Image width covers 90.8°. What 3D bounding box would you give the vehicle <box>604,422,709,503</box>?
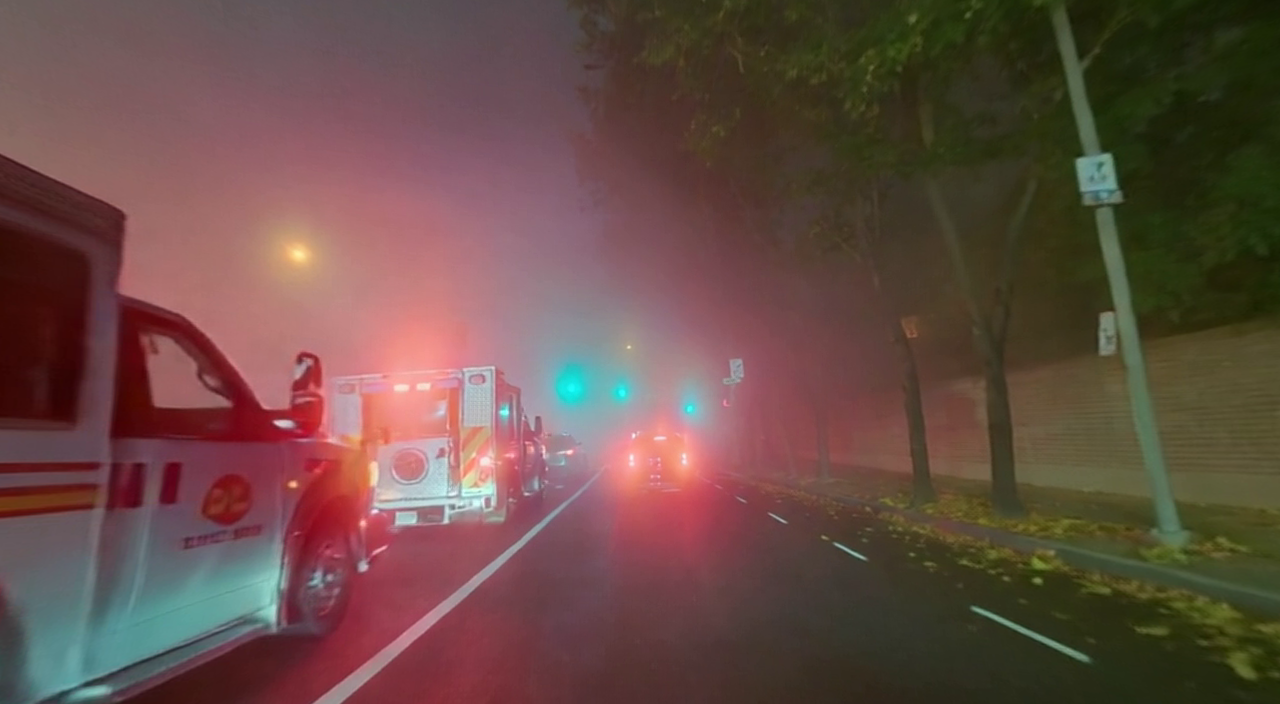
[{"bbox_3d":[0.252,2.880,16.914,2.332,1.831,4.930,0,-8,-4],"label":"vehicle"}]

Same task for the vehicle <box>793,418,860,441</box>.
[{"bbox_3d":[14.427,6.000,48.920,4.528,1.704,2.073,2,-9,-14],"label":"vehicle"}]

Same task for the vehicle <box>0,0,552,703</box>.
[{"bbox_3d":[-3.570,0.580,6.760,3.631,3.655,12.773,0,-8,-1],"label":"vehicle"}]
